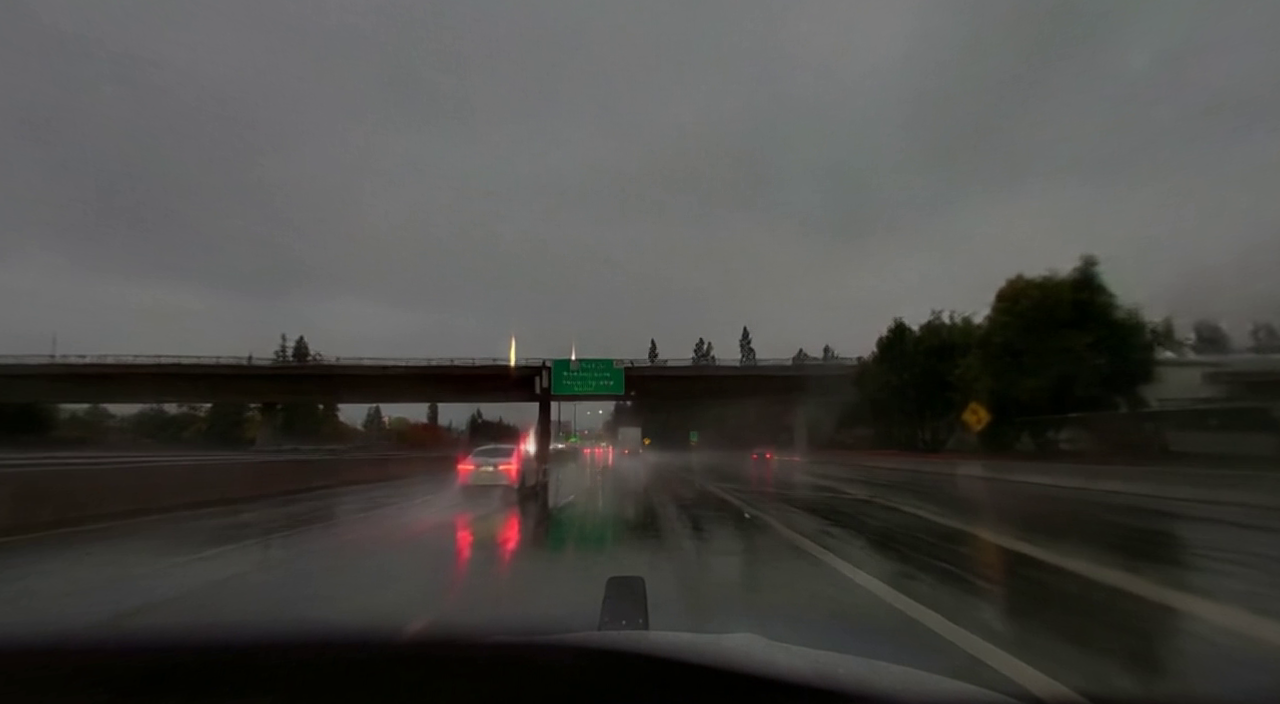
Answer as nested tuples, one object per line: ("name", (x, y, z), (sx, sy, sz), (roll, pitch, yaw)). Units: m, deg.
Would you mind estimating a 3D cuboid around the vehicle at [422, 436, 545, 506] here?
("vehicle", (-3.837, 3.010, 16.284), (2.070, 1.564, 4.145), (0, -9, 1))
